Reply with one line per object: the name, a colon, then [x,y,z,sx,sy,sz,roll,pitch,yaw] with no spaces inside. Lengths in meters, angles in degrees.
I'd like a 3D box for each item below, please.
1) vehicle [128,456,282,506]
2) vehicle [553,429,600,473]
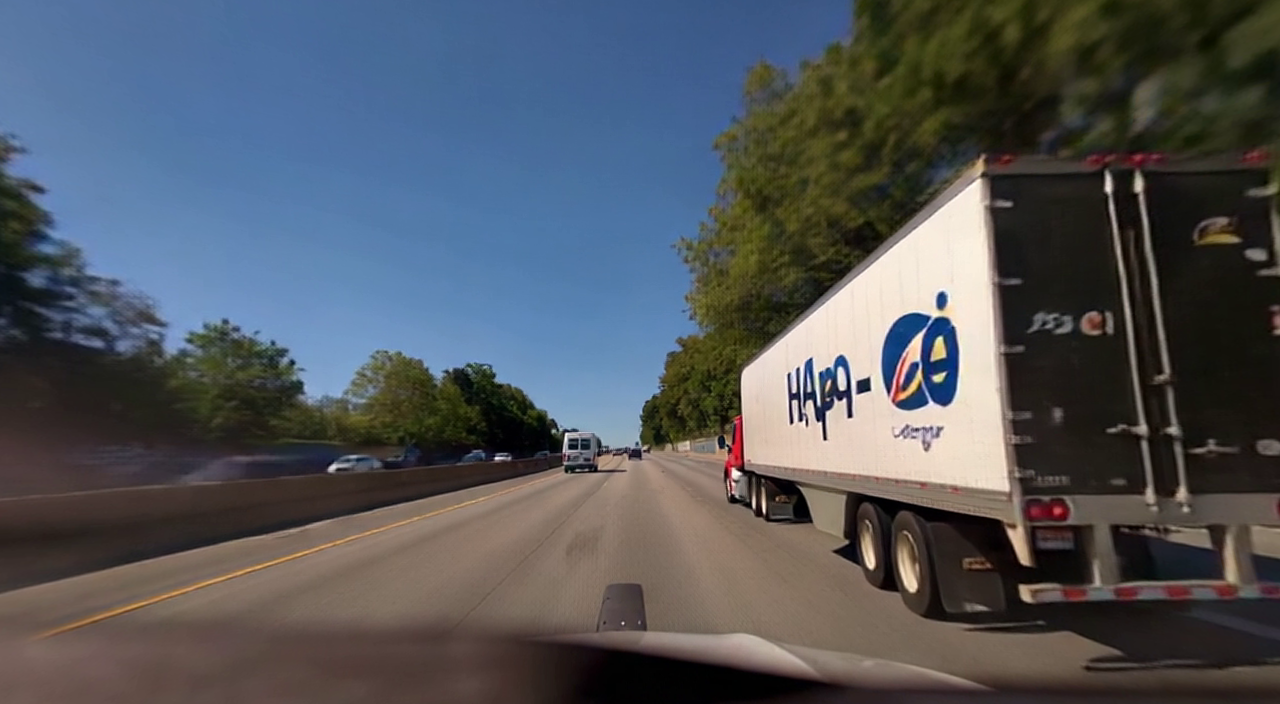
vehicle: [-14.491,4.273,21.374,1.857,1.454,4.534,-1,-9,2]
vehicle: [-3.849,6.154,39.105,2.305,2.517,5.486,0,-9,1]
